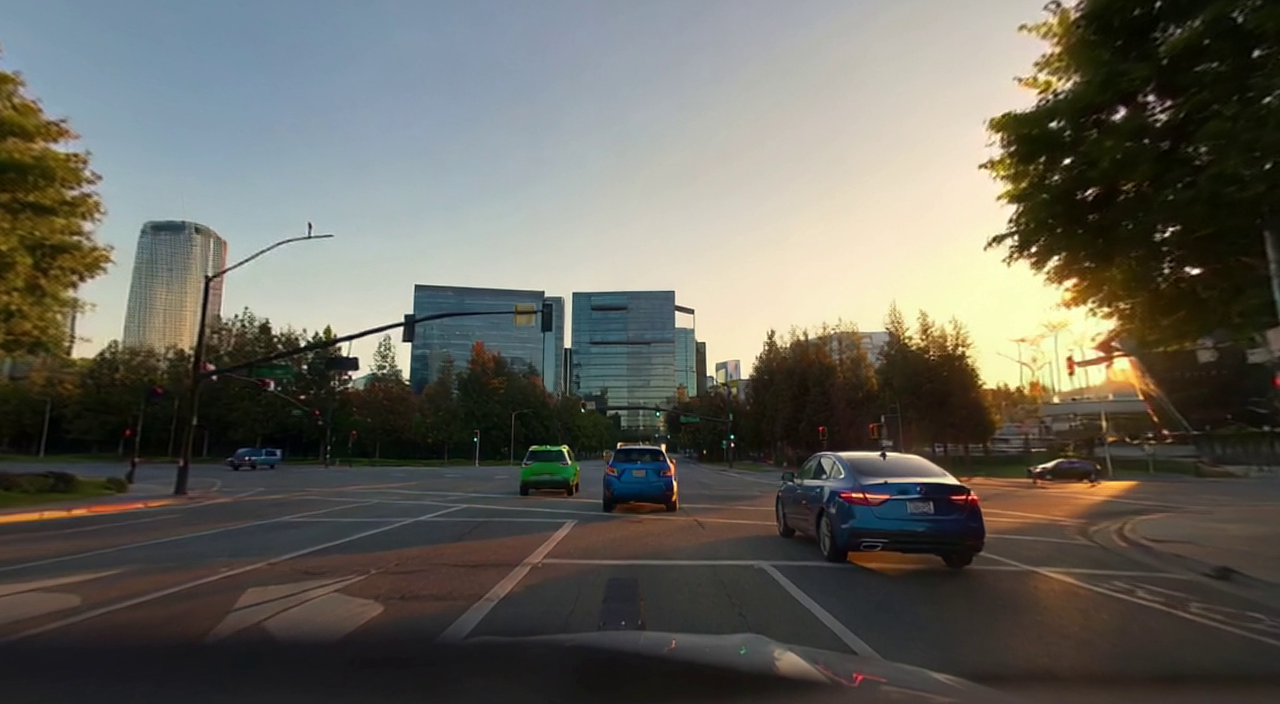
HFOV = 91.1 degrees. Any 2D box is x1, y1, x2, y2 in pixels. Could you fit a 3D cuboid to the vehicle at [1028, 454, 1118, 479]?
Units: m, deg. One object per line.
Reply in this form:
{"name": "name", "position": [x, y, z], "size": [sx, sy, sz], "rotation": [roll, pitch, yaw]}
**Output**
{"name": "vehicle", "position": [30.353, 8.048, 44.157], "size": [4.705, 1.631, 2.053], "rotation": [-2, -9, 16]}

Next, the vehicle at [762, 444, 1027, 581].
{"name": "vehicle", "position": [3.234, 2.098, 9.201], "size": [2.056, 1.468, 4.520], "rotation": [0, -8, 1]}

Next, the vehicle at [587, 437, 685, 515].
{"name": "vehicle", "position": [-0.060, 3.007, 15.794], "size": [2.108, 1.654, 4.235], "rotation": [0, -8, 1]}

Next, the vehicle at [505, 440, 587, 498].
{"name": "vehicle", "position": [-2.885, 3.689, 20.234], "size": [1.987, 1.633, 4.005], "rotation": [0, -8, 0]}
